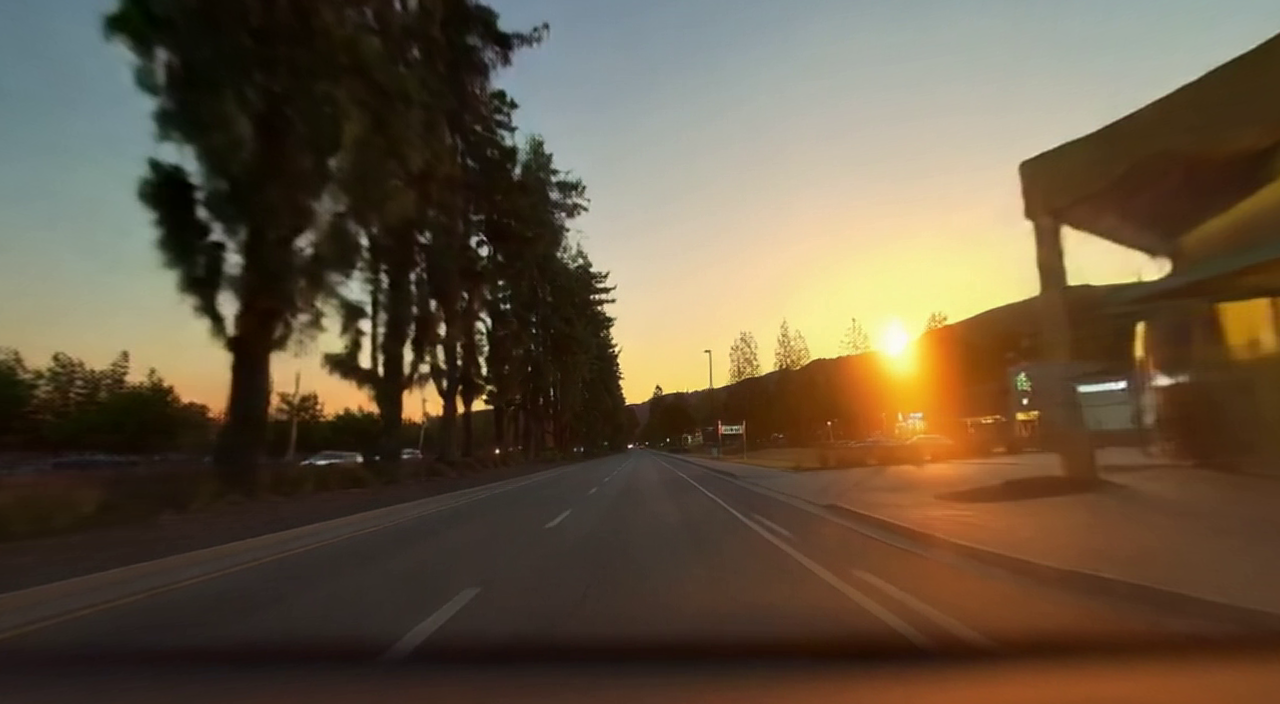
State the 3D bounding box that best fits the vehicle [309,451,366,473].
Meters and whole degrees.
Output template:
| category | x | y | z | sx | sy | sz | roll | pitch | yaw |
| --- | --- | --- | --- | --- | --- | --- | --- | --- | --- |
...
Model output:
| category | x | y | z | sx | sy | sz | roll | pitch | yaw |
| --- | --- | --- | --- | --- | --- | --- | --- | --- | --- |
| vehicle | -20.573 | 7.476 | 43.014 | 1.871 | 1.460 | 4.134 | 0 | -9 | 0 |
